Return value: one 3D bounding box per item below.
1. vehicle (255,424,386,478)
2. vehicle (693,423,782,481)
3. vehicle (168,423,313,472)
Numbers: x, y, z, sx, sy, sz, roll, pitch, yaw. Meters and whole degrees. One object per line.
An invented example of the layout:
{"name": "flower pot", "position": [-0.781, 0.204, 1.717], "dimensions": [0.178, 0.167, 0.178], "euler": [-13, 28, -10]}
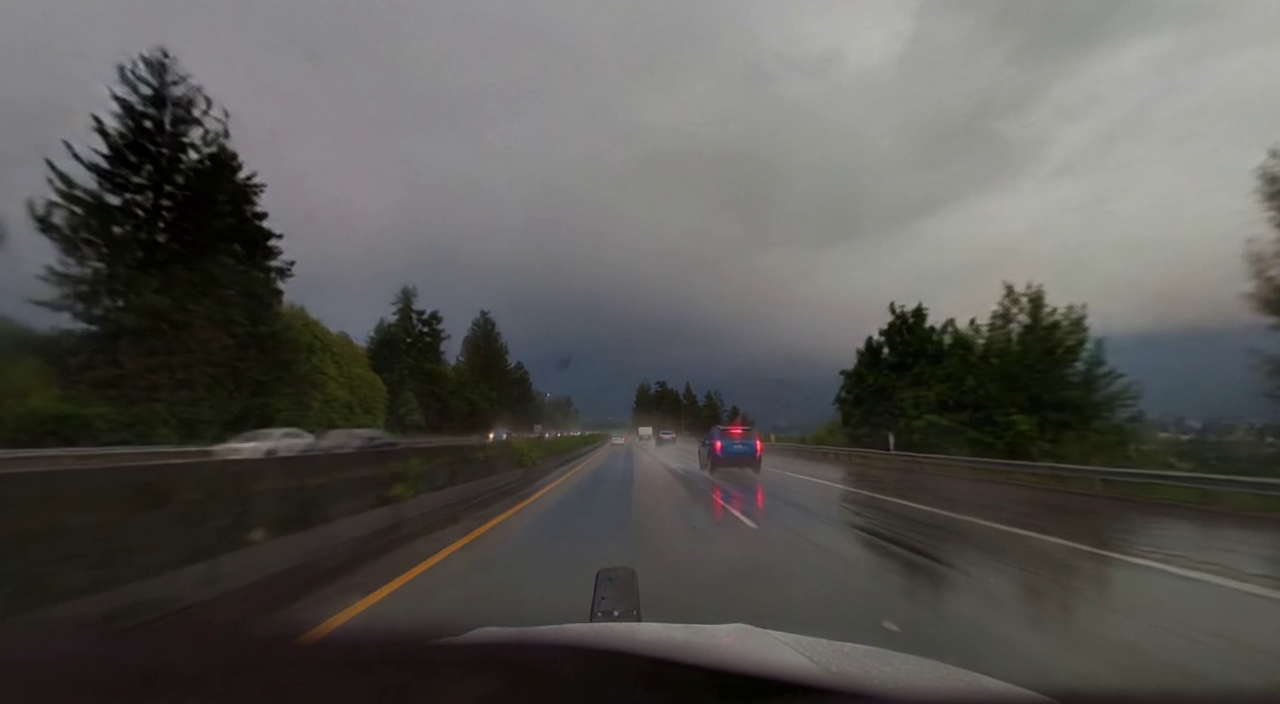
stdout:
{"name": "vehicle", "position": [-9.251, 2.880, 18.673], "dimensions": [1.852, 1.421, 3.905], "euler": [0, -8, -1]}
{"name": "vehicle", "position": [3.053, 3.233, 20.776], "dimensions": [2.085, 1.681, 4.436], "euler": [0, -8, -2]}
{"name": "vehicle", "position": [-13.496, 3.241, 21.731], "dimensions": [1.963, 1.492, 4.664], "euler": [0, -8, -1]}
